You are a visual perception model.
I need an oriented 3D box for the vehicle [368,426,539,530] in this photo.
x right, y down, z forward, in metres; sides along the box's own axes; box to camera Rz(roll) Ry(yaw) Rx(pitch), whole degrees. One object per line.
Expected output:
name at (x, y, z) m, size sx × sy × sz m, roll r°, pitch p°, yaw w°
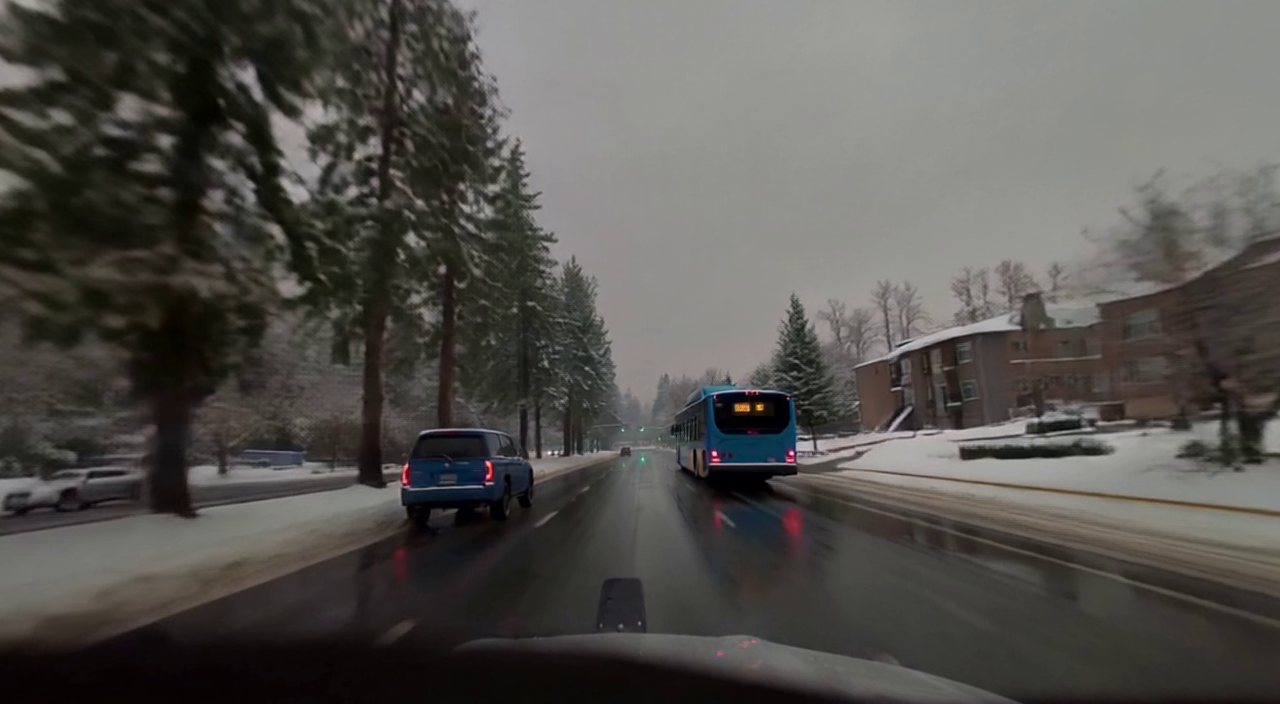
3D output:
vehicle at (-3.559, 2.479, 13.003) m, size 2.111 × 1.767 × 4.333 m, roll 0°, pitch -8°, yaw 1°

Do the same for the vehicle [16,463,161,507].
vehicle at (-22.110, 5.326, 25.453) m, size 1.812 × 1.476 × 4.383 m, roll 0°, pitch -8°, yaw 2°

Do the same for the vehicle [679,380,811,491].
vehicle at (3.501, 3.410, 25.073) m, size 3.072 × 3.278 × 12.747 m, roll 0°, pitch -8°, yaw 0°
